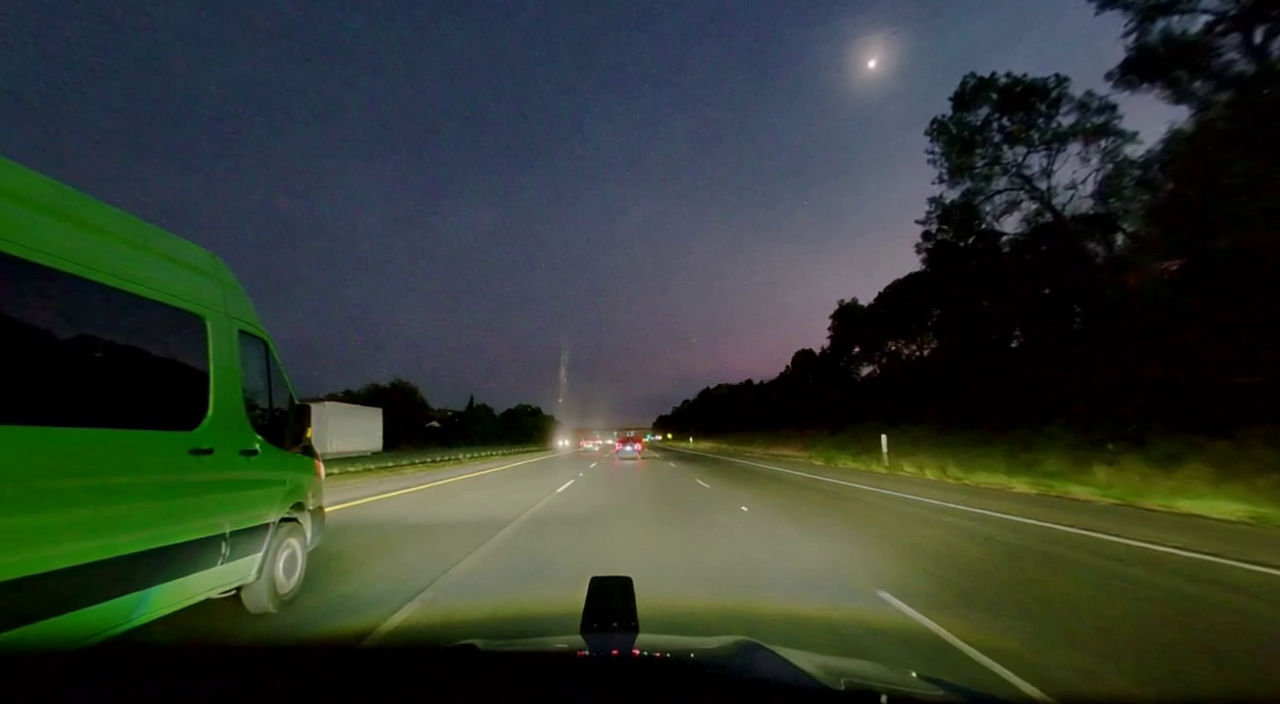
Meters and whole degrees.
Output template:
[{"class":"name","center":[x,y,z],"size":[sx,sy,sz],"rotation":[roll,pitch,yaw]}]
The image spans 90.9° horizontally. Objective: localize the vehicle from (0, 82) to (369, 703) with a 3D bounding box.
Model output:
[{"class":"vehicle","center":[-3.514,0.356,2.427],"size":[2.424,2.577,5.828],"rotation":[0,-8,-1]}]

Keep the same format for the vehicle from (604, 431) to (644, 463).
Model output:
[{"class":"vehicle","center":[-0.870,5.210,34.741],"size":[2.104,1.646,4.176],"rotation":[0,-8,-1]}]
